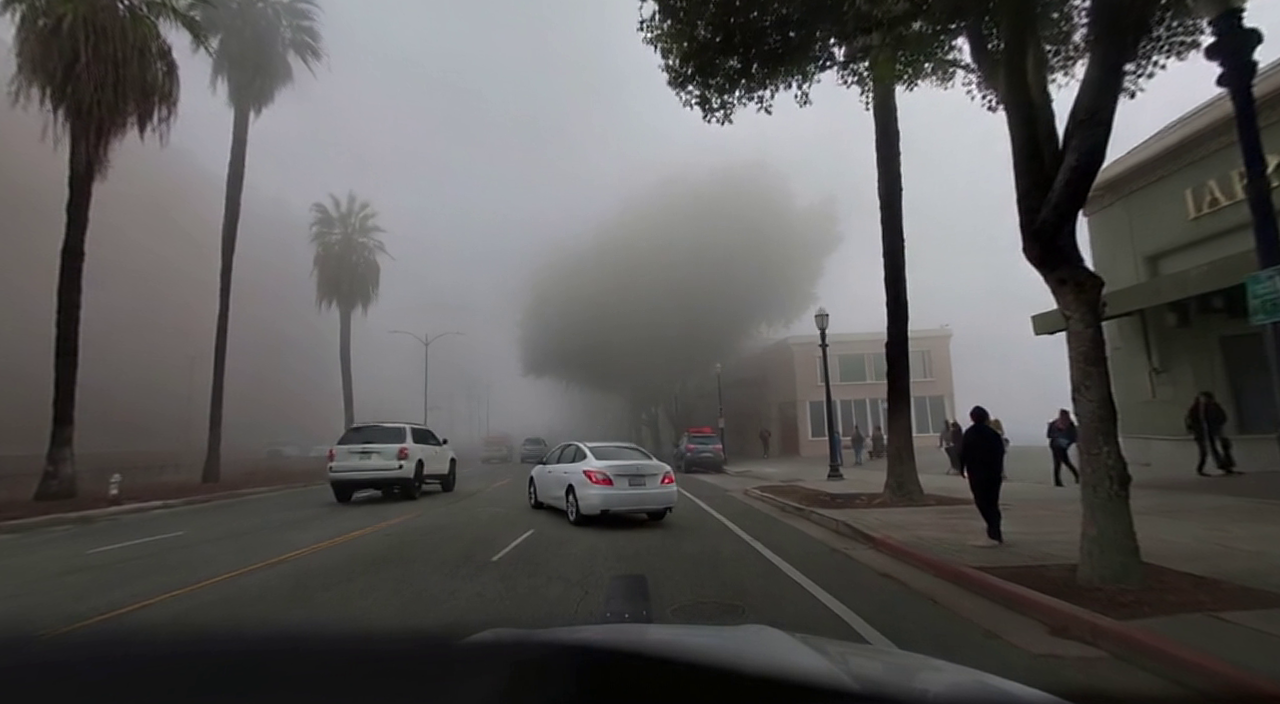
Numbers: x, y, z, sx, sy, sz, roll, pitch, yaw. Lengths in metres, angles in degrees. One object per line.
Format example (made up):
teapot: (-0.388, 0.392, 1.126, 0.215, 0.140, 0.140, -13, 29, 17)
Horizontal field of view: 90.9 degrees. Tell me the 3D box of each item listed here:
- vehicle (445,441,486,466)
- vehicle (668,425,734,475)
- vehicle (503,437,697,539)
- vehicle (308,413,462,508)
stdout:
vehicle: (-11.947, 6.956, 43.491, 1.930, 1.583, 4.423, 0, -8, -5)
vehicle: (2.775, 4.645, 29.979, 2.126, 2.167, 5.098, 1, -9, -6)
vehicle: (-1.000, 2.383, 11.846, 1.930, 1.477, 4.657, 4, -9, -27)
vehicle: (-6.383, 2.790, 16.652, 2.164, 2.047, 5.455, 0, -8, -5)
